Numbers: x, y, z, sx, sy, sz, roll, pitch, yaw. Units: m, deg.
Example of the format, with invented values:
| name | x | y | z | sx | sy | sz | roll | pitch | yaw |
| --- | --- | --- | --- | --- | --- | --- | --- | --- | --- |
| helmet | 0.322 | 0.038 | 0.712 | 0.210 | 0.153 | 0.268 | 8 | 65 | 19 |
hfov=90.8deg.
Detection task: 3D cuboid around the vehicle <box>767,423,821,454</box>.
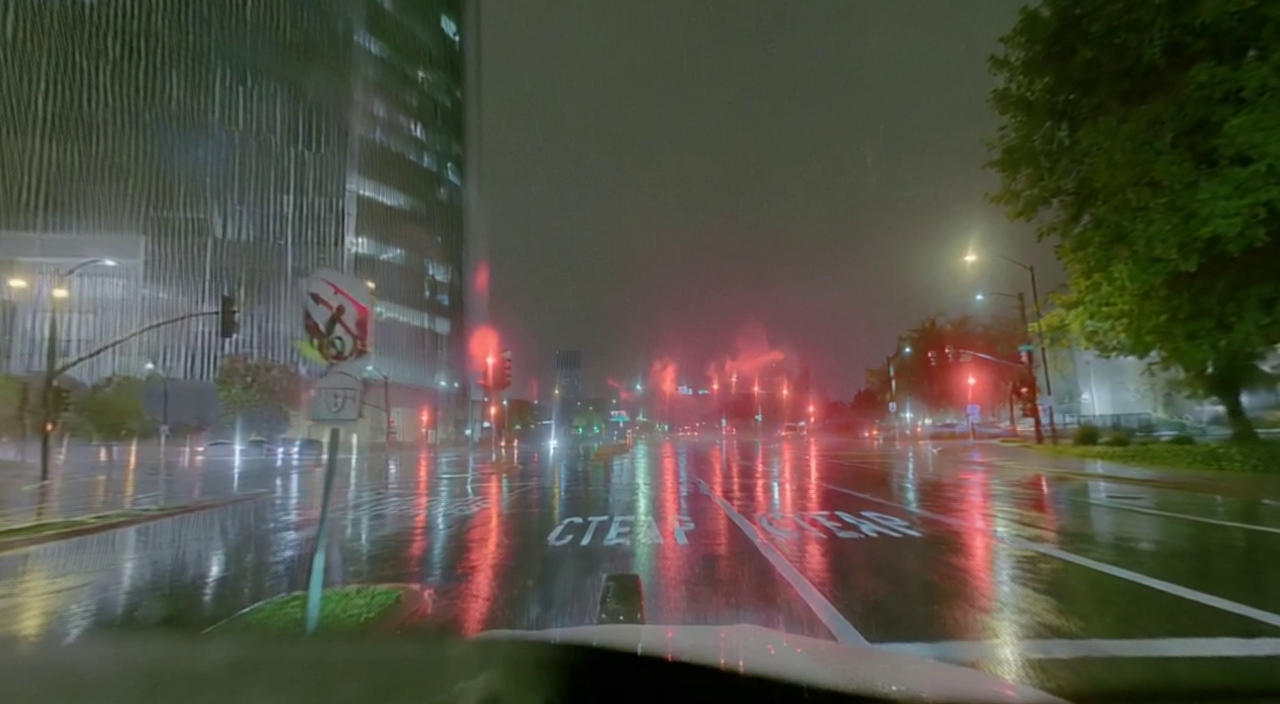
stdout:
| name | x | y | z | sx | sy | sz | roll | pitch | yaw |
| --- | --- | --- | --- | --- | --- | --- | --- | --- | --- |
| vehicle | 9.920 | 5.656 | 40.995 | 2.156 | 1.881 | 4.743 | 0 | -8 | -2 |
